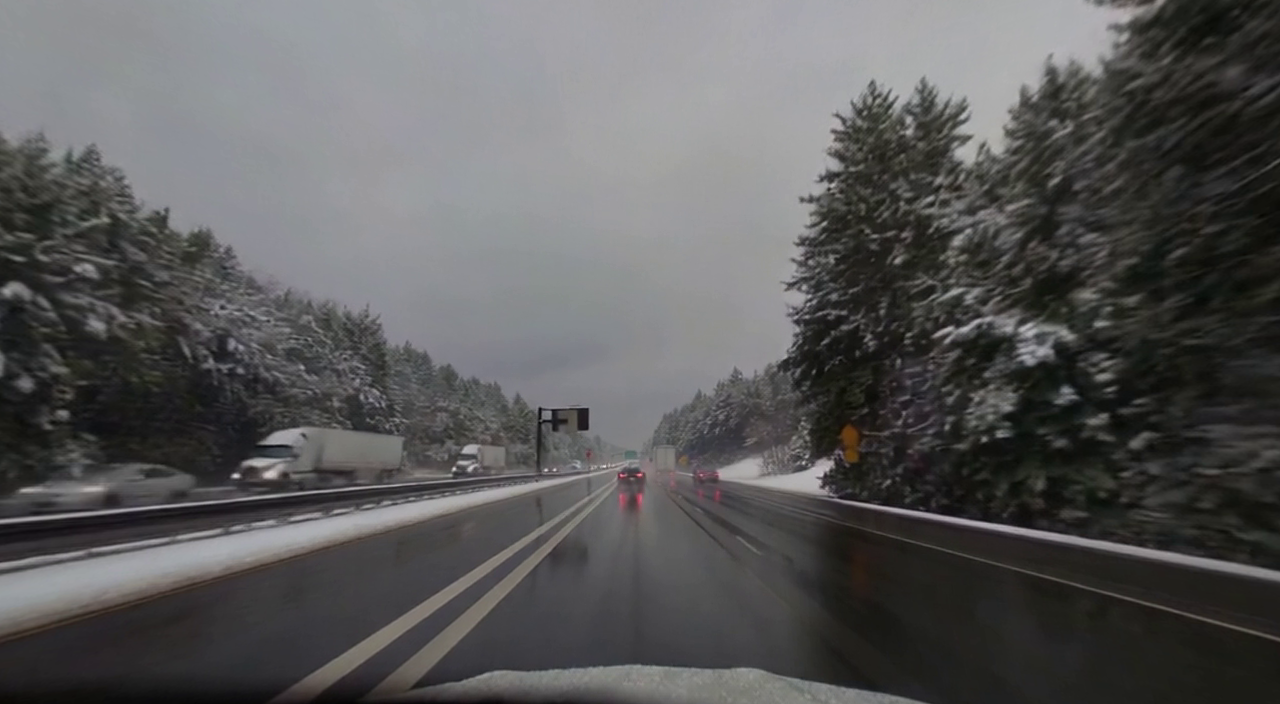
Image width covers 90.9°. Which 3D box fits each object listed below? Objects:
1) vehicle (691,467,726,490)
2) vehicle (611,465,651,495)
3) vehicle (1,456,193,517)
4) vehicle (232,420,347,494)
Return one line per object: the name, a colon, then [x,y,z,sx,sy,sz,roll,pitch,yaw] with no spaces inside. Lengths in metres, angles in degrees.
vehicle: [4.909,9.159,45.763,1.897,1.476,4.334,1,-10,-2]
vehicle: [-0.472,6.713,33.340,2.010,1.436,3.973,1,-10,-1]
vehicle: [-15.921,3.961,18.855,1.841,1.543,4.286,1,-10,0]
vehicle: [-20.279,6.200,36.985,2.958,3.951,6.109,0,-10,0]
